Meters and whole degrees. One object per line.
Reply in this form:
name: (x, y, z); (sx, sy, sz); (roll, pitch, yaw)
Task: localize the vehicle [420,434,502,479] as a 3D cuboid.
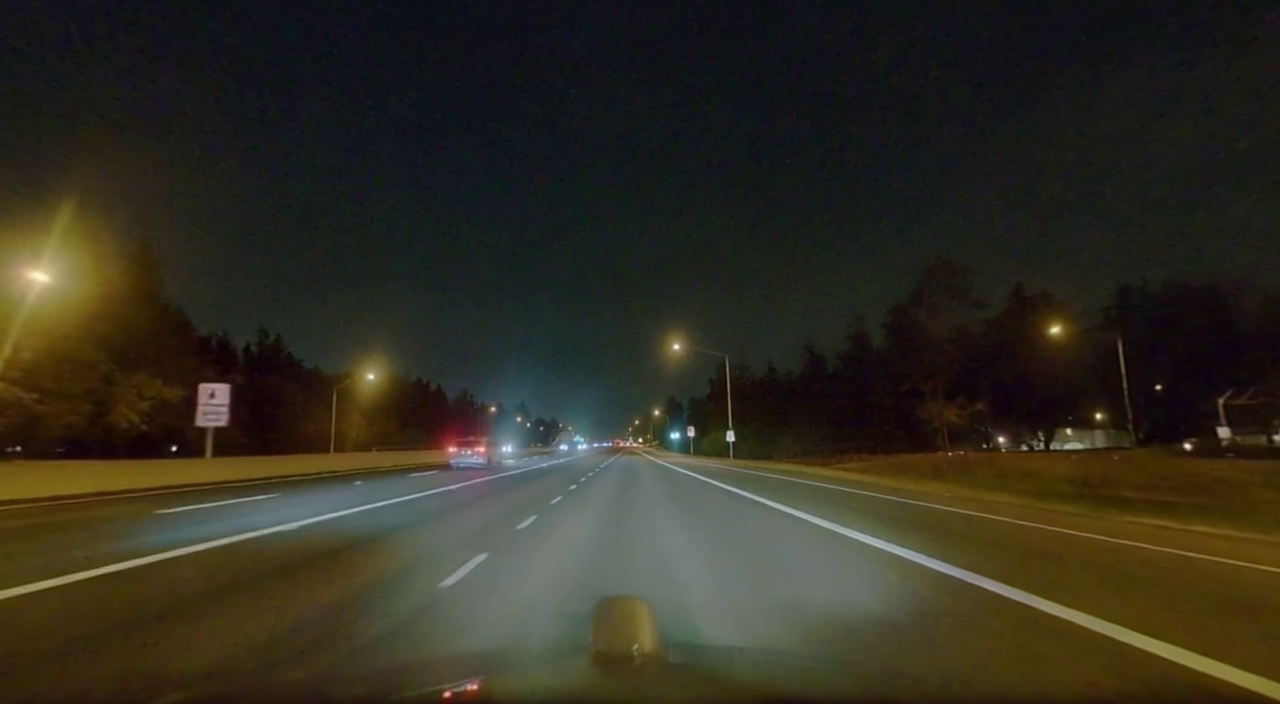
vehicle: (-7.664, 4.519, 27.637); (2.231, 1.807, 4.758); (0, -8, 0)
